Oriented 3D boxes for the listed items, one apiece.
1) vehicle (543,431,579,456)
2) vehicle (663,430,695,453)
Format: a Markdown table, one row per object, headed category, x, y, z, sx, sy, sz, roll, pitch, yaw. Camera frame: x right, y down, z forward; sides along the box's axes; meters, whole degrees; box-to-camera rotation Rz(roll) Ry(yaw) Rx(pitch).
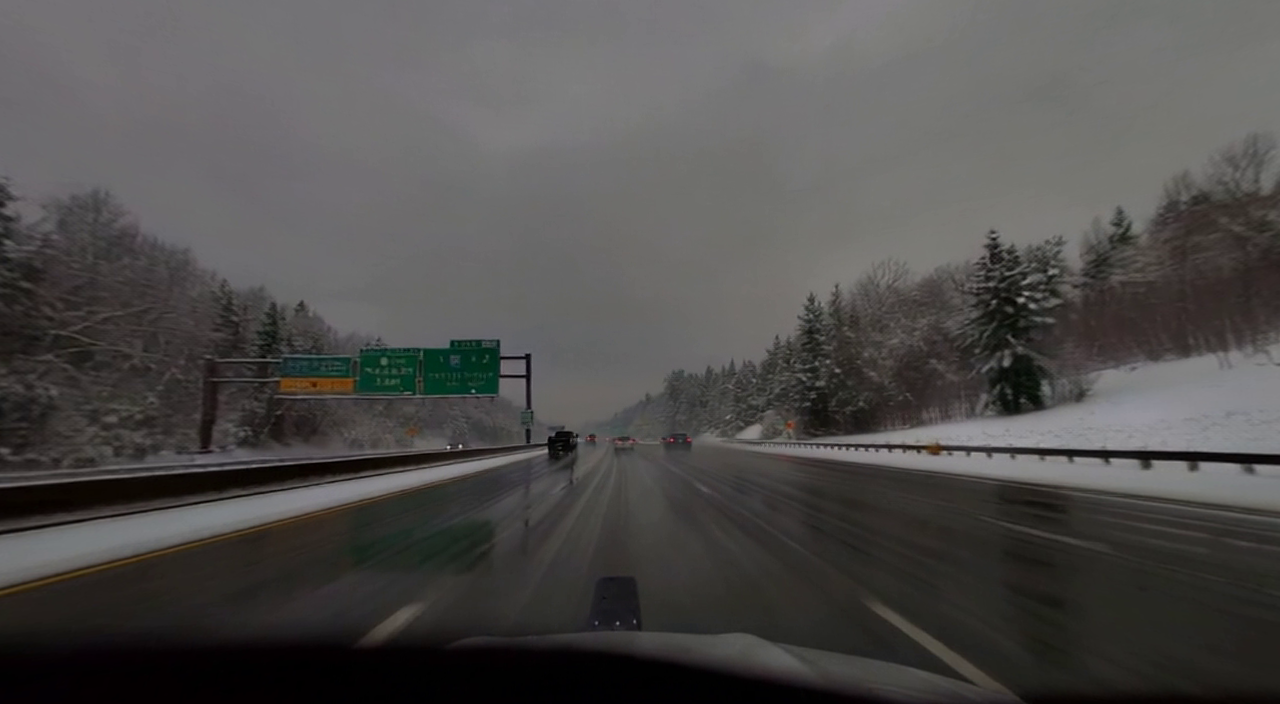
| category | x | y | z | sx | sy | sz | roll | pitch | yaw |
| --- | --- | --- | --- | --- | --- | --- | --- | --- | --- |
| vehicle | -5.443 | 6.345 | 43.765 | 2.119 | 1.629 | 3.946 | 0 | -8 | -1 |
| vehicle | 3.012 | 6.976 | 49.239 | 2.066 | 1.673 | 4.225 | 0 | -8 | -2 |
